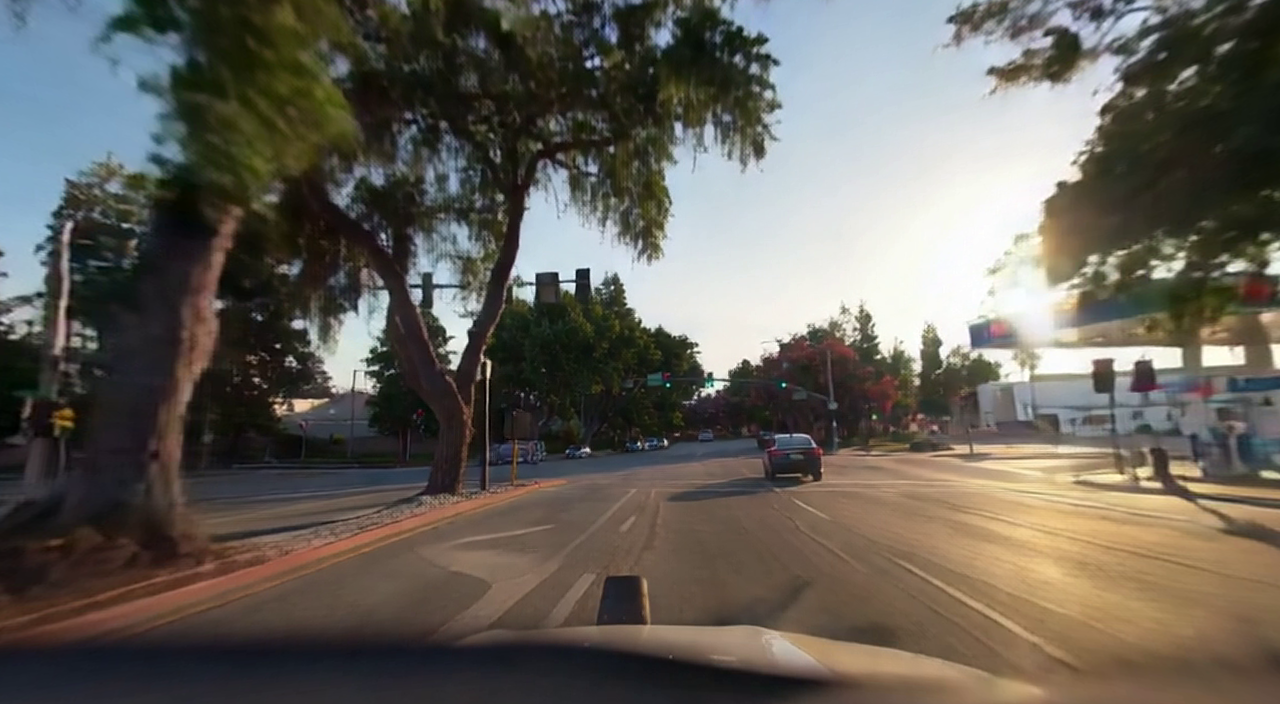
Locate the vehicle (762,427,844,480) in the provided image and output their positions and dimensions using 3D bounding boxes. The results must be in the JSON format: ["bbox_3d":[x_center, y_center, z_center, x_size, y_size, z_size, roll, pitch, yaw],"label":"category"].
[{"bbox_3d":[5.753,3.653,22.699,2.090,1.717,4.063,-1,-9,4],"label":"vehicle"}]

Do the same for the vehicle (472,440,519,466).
[{"bbox_3d":[-10.814,7.574,47.264,2.112,1.853,4.516,-1,-9,5],"label":"vehicle"}]
